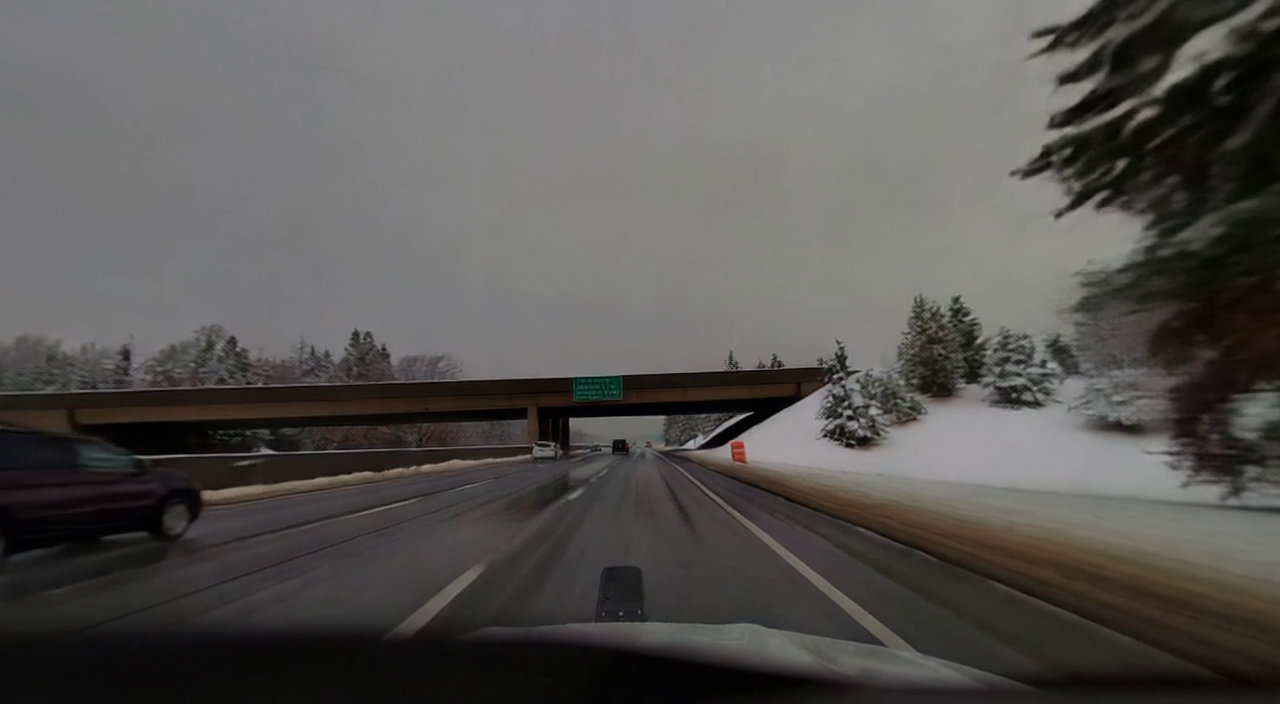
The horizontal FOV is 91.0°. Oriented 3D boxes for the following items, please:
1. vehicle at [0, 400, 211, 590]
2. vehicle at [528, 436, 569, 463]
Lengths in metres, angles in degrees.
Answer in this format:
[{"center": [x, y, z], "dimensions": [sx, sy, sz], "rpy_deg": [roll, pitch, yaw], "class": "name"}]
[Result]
[{"center": [-6.889, 1.310, 5.821], "dimensions": [2.169, 1.701, 5.113], "rpy_deg": [0, -8, 1], "class": "vehicle"}, {"center": [-6.430, 6.924, 44.706], "dimensions": [2.103, 1.775, 4.966], "rpy_deg": [0, -8, 1], "class": "vehicle"}]
